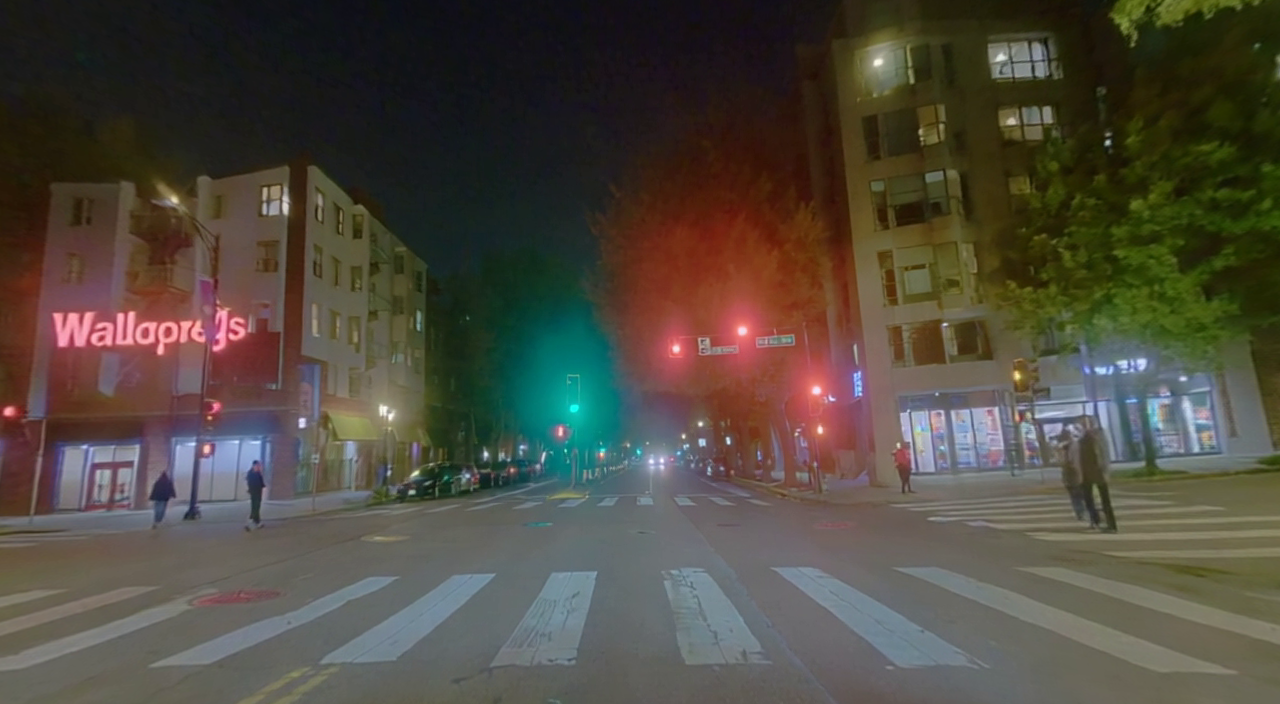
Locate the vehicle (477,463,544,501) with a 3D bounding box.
[{"bbox_3d":[-5.744,5.830,28.613,1.983,1.438,4.559,0,-8,1],"label":"vehicle"}]

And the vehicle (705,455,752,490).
[{"bbox_3d":[5.193,7.115,37.715,2.010,1.844,4.386,0,-8,-2],"label":"vehicle"}]

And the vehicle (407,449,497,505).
[{"bbox_3d":[-8.809,5.853,30.309,2.489,2.323,5.843,0,-8,1],"label":"vehicle"}]
